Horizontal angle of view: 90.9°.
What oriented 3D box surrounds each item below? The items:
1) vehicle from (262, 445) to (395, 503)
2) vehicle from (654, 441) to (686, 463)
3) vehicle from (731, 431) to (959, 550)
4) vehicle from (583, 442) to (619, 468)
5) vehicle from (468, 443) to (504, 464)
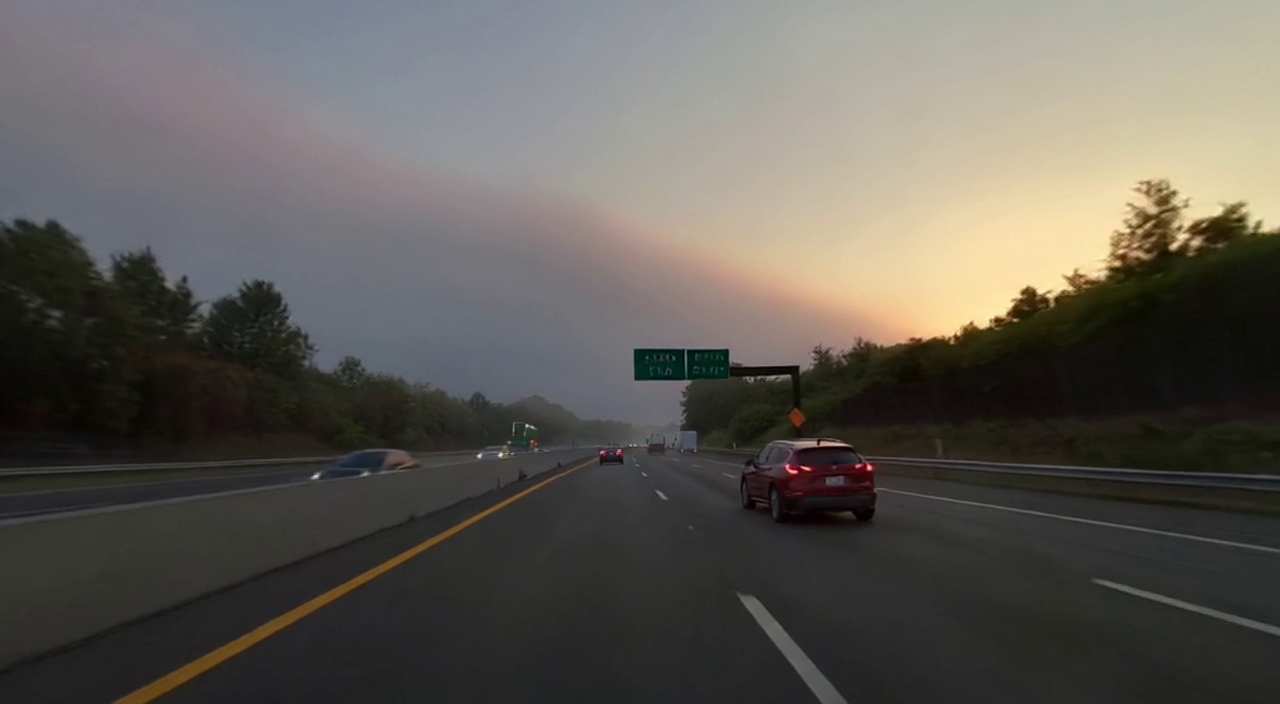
[{"bbox_3d":[-9.179,3.580,19.039,1.855,1.455,4.469,0,-8,-2],"label":"vehicle"},{"bbox_3d":[2.186,7.404,46.806,1.995,1.556,3.893,1,-8,-3],"label":"vehicle"},{"bbox_3d":[2.977,2.090,10.479,1.961,1.495,4.743,1,-8,-3],"label":"vehicle"},{"bbox_3d":[-2.353,6.252,38.677,2.055,1.466,4.317,1,-8,-3],"label":"vehicle"},{"bbox_3d":[-11.943,7.906,49.131,1.918,1.515,3.988,0,-8,-2],"label":"vehicle"}]
